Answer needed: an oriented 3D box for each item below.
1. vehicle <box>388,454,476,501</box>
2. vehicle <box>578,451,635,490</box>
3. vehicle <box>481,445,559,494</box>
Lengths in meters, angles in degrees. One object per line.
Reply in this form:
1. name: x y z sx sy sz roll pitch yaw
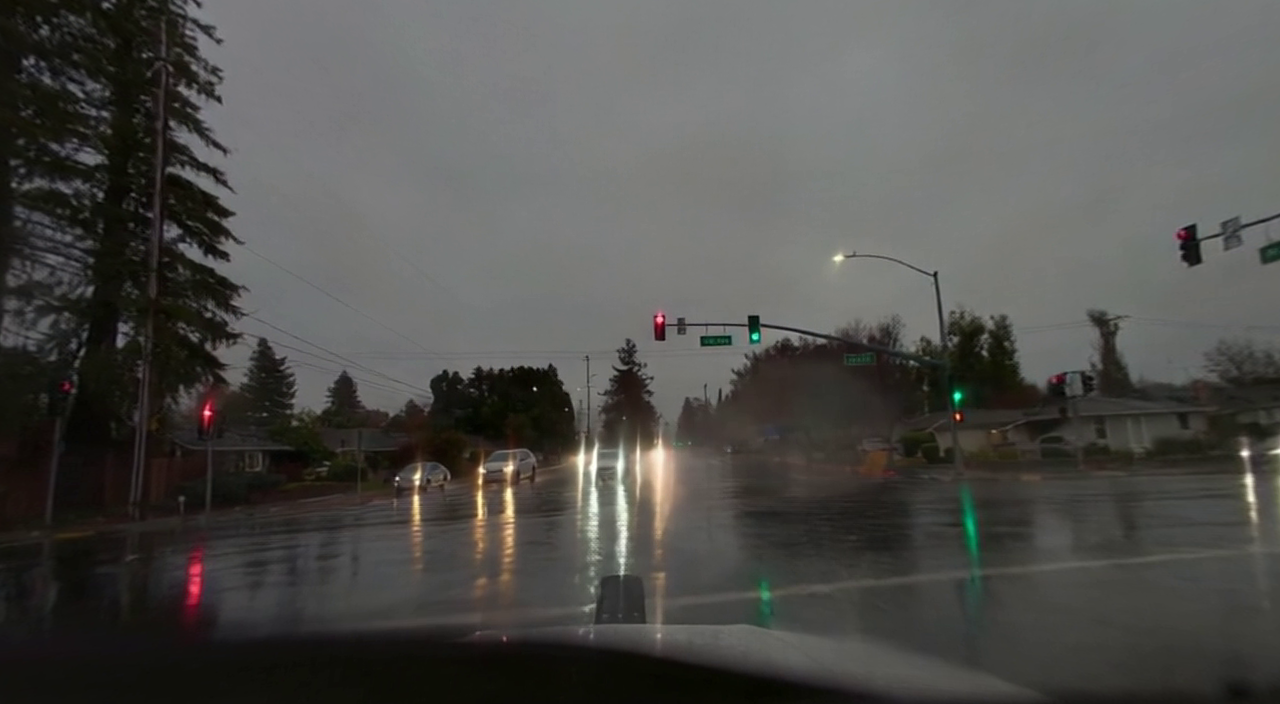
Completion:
1. vehicle: -9.115 5.508 28.183 2.241 1.819 4.690 -1 -9 1
2. vehicle: -1.363 5.139 27.815 2.174 1.477 4.805 -1 -9 1
3. vehicle: -5.322 5.282 28.883 2.479 1.977 5.254 -1 -9 1
